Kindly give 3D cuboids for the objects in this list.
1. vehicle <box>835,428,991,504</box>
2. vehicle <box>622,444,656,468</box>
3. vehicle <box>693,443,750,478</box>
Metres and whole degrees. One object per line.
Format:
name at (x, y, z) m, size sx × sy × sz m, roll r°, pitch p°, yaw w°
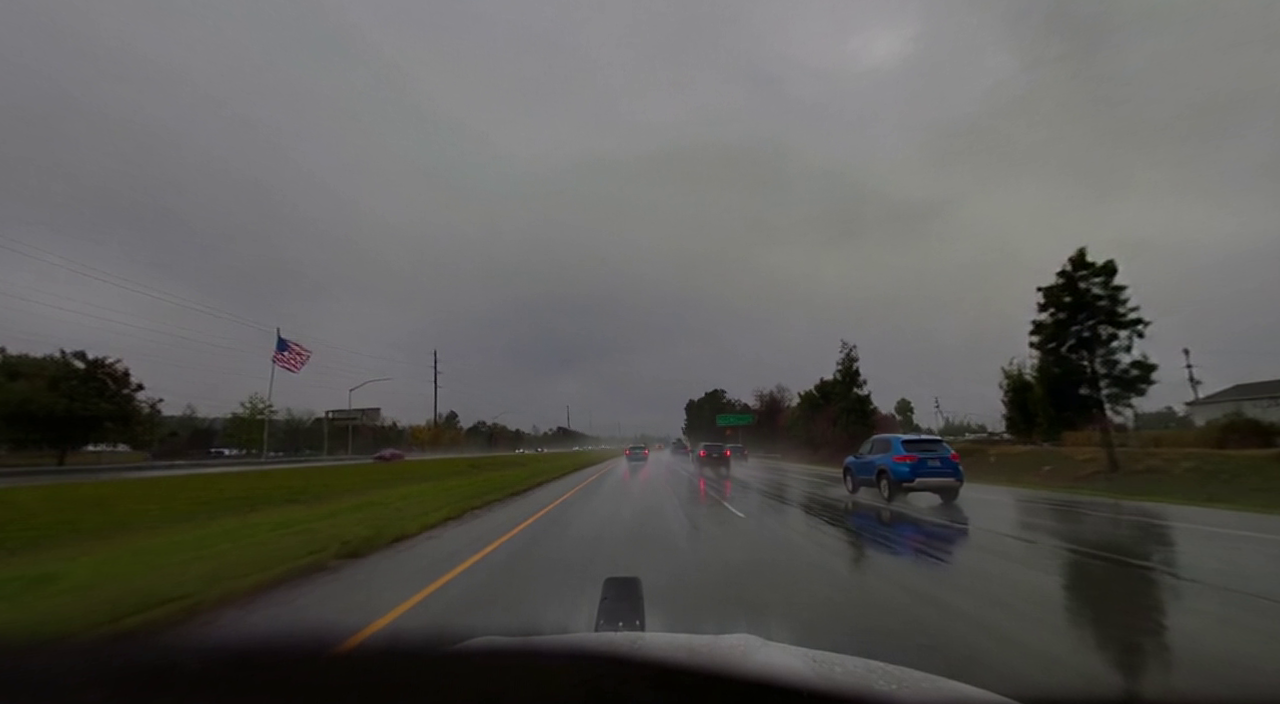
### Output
vehicle at (7.316, 3.085, 17.617) m, size 2.114 × 1.800 × 4.779 m, roll 0°, pitch -8°, yaw -1°
vehicle at (-0.067, 6.641, 40.405) m, size 2.085 × 1.449 × 3.860 m, roll 0°, pitch -8°, yaw -1°
vehicle at (3.694, 4.994, 29.343) m, size 1.978 × 1.488 × 4.252 m, roll 0°, pitch -8°, yaw -1°
